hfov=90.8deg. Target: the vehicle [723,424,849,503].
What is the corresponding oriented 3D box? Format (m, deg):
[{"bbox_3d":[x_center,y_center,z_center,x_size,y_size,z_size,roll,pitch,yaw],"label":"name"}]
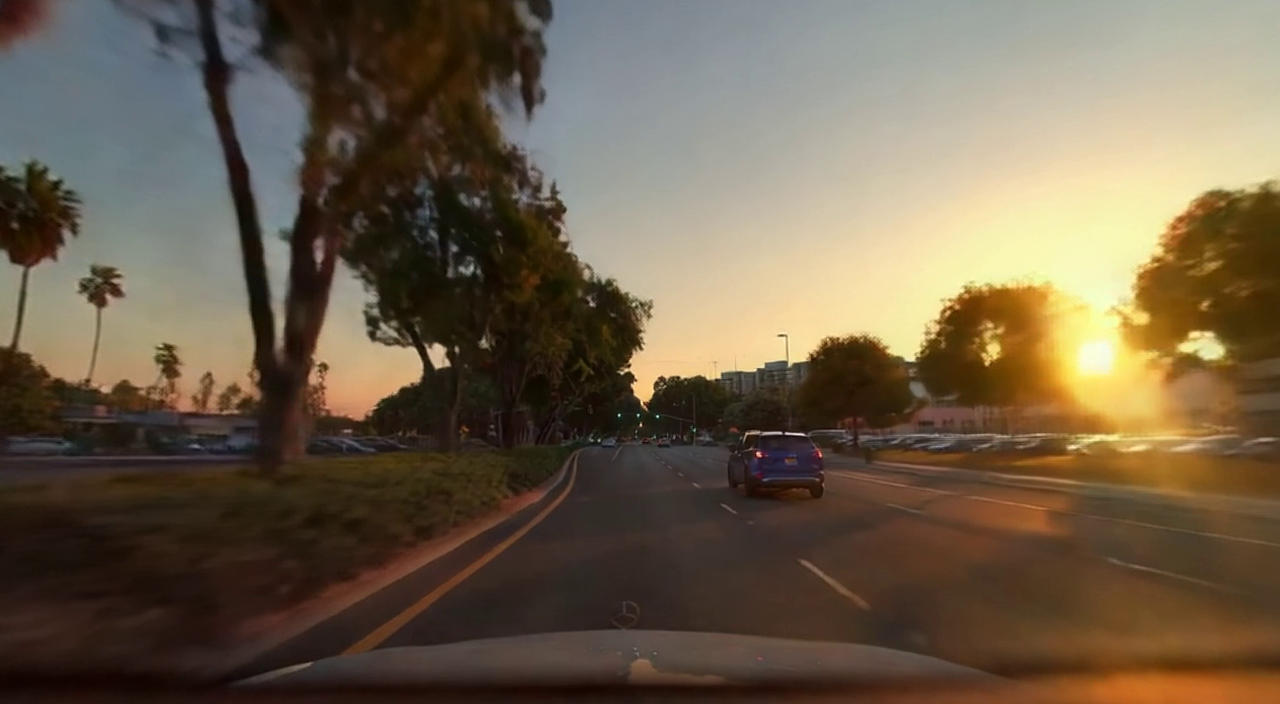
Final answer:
[{"bbox_3d":[3.464,2.743,15.896,2.072,1.696,4.177,0,-8,-1],"label":"vehicle"}]
